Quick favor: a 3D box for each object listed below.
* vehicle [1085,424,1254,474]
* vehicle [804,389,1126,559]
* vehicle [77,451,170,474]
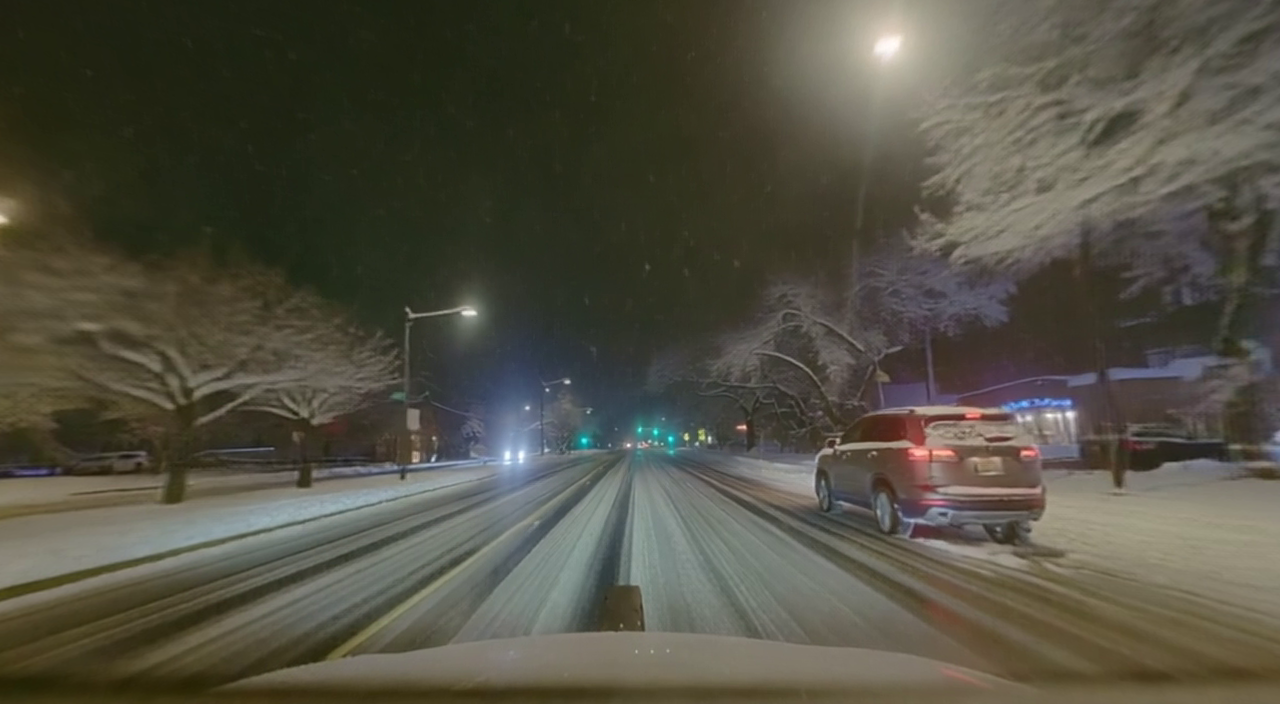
[{"bbox_3d":[20.511,3.753,24.650,1.929,1.748,4.717,8,-11,-43],"label":"vehicle"},{"bbox_3d":[4.462,1.793,9.978,2.185,1.956,5.128,0,-8,-2],"label":"vehicle"},{"bbox_3d":[-33.094,7.097,40.555,4.463,1.411,1.779,0,-8,2],"label":"vehicle"}]
